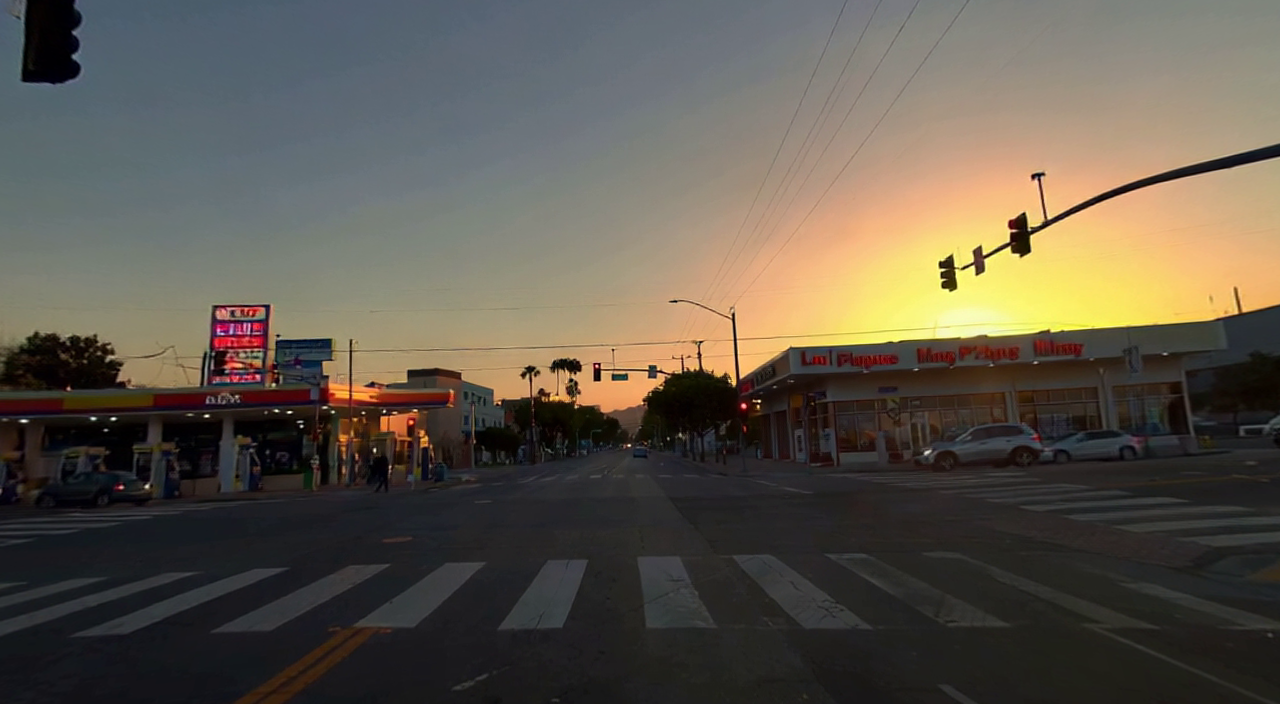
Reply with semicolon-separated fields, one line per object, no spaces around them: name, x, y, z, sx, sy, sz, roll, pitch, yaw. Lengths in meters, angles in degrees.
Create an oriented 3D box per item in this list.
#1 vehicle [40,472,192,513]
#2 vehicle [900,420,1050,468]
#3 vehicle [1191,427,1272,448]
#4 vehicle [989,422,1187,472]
vehicle;-21.172;5.679;25.648;4.676;1.463;1.909;-1;-8;6
vehicle;13.009;3.652;24.944;4.916;1.730;1.986;-4;-9;21
vehicle;42.041;6.069;44.898;4.347;1.446;1.777;1;-9;-10
vehicle;14.352;3.102;20.628;4.835;1.487;1.913;-4;-9;20
